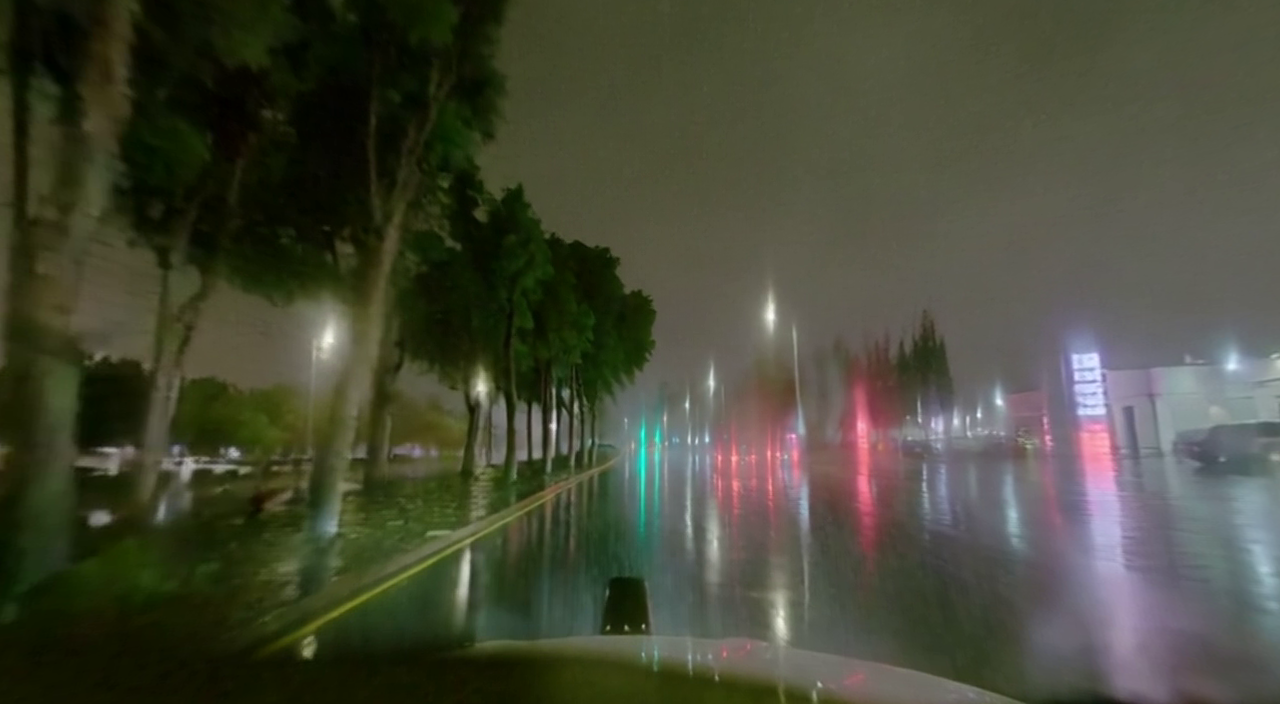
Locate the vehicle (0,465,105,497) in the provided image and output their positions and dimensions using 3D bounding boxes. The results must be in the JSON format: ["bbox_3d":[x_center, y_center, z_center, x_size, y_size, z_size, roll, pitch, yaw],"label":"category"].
[{"bbox_3d":[-31.235,6.755,33.111,4.320,1.463,1.827,4,-9,-25],"label":"vehicle"}]
